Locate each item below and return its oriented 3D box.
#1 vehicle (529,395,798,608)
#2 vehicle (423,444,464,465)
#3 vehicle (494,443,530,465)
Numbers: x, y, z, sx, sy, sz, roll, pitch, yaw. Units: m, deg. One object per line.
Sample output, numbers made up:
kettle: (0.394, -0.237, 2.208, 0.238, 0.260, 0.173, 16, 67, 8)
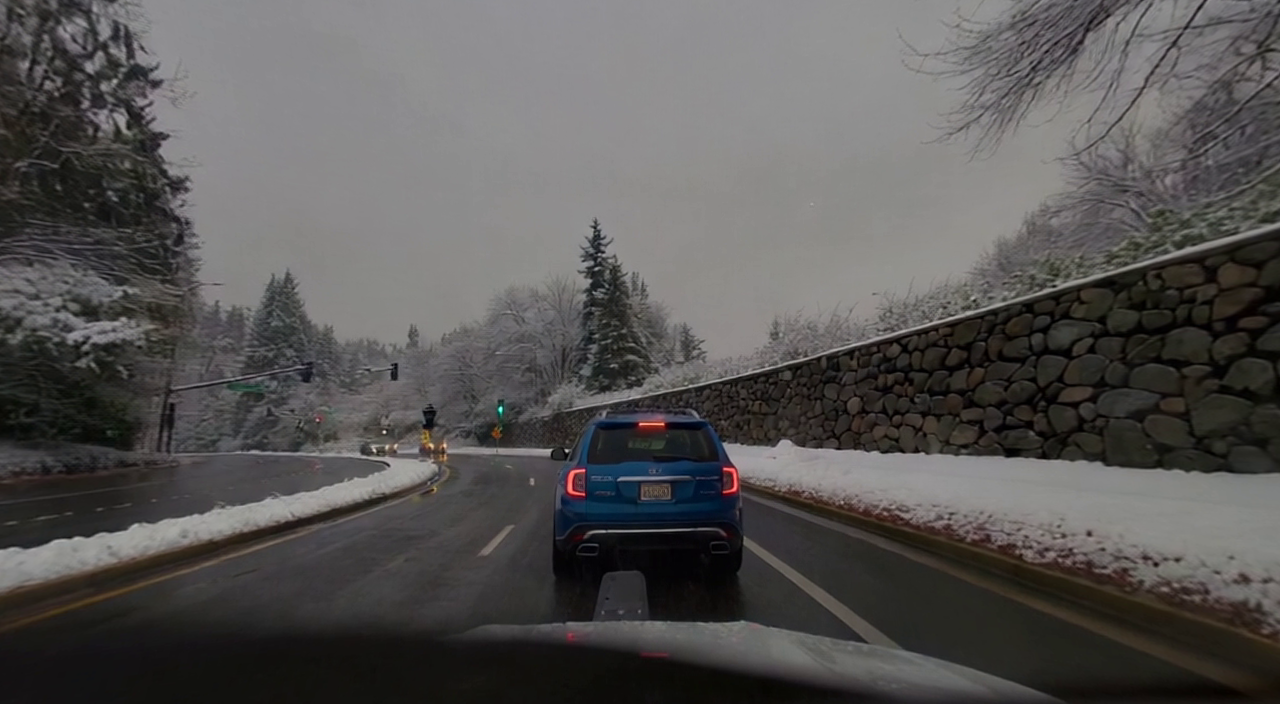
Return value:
vehicle: (0.021, 1.565, 7.559, 2.287, 1.762, 4.269, 1, -8, -5)
vehicle: (-14.897, 7.733, 47.780, 2.023, 1.474, 4.286, 5, -9, -29)
vehicle: (-9.546, 7.540, 46.951, 1.837, 1.483, 4.559, 3, -9, -21)
